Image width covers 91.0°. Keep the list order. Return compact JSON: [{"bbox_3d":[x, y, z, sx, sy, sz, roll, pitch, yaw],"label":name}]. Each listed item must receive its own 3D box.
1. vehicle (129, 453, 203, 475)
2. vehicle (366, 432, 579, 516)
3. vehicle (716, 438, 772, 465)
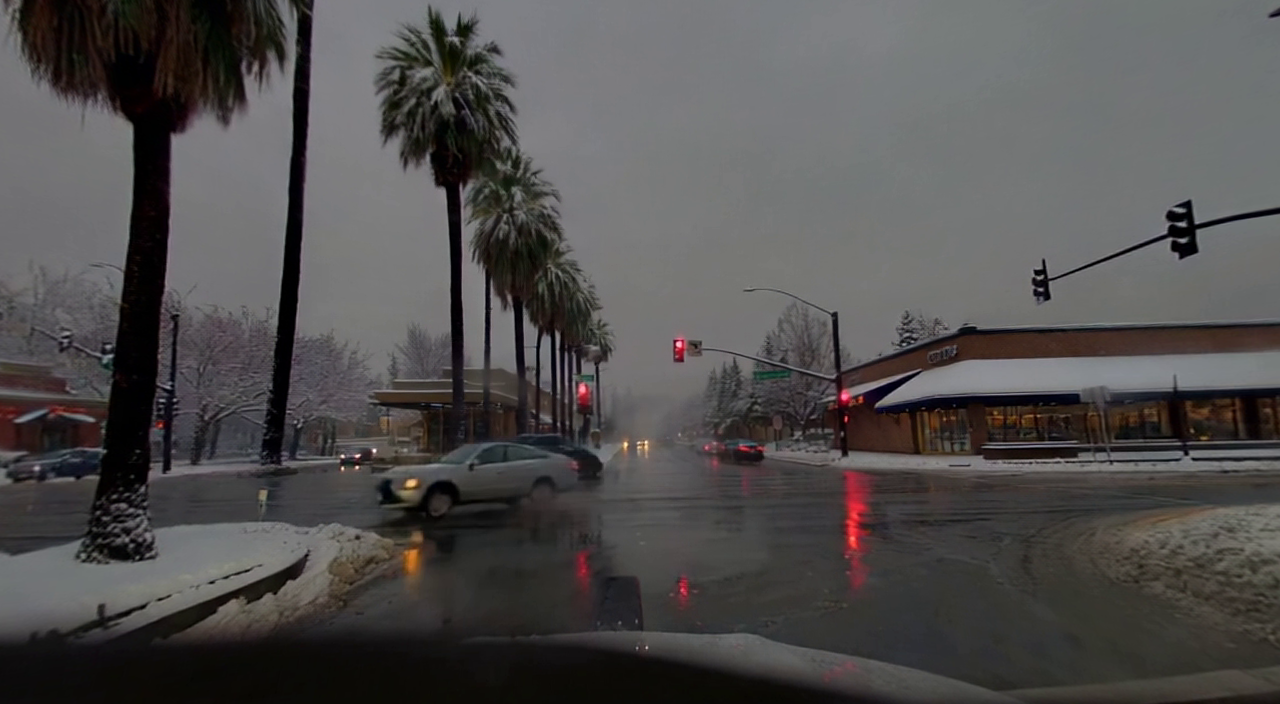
[{"bbox_3d":[-37.226,8.810,49.612,2.160,1.565,4.868,0,-8,-1],"label":"vehicle"},{"bbox_3d":[-3.466,2.540,13.580,1.828,1.512,4.035,-8,-12,44],"label":"vehicle"},{"bbox_3d":[6.401,6.162,39.190,1.890,1.572,3.826,3,-9,-16],"label":"vehicle"}]
